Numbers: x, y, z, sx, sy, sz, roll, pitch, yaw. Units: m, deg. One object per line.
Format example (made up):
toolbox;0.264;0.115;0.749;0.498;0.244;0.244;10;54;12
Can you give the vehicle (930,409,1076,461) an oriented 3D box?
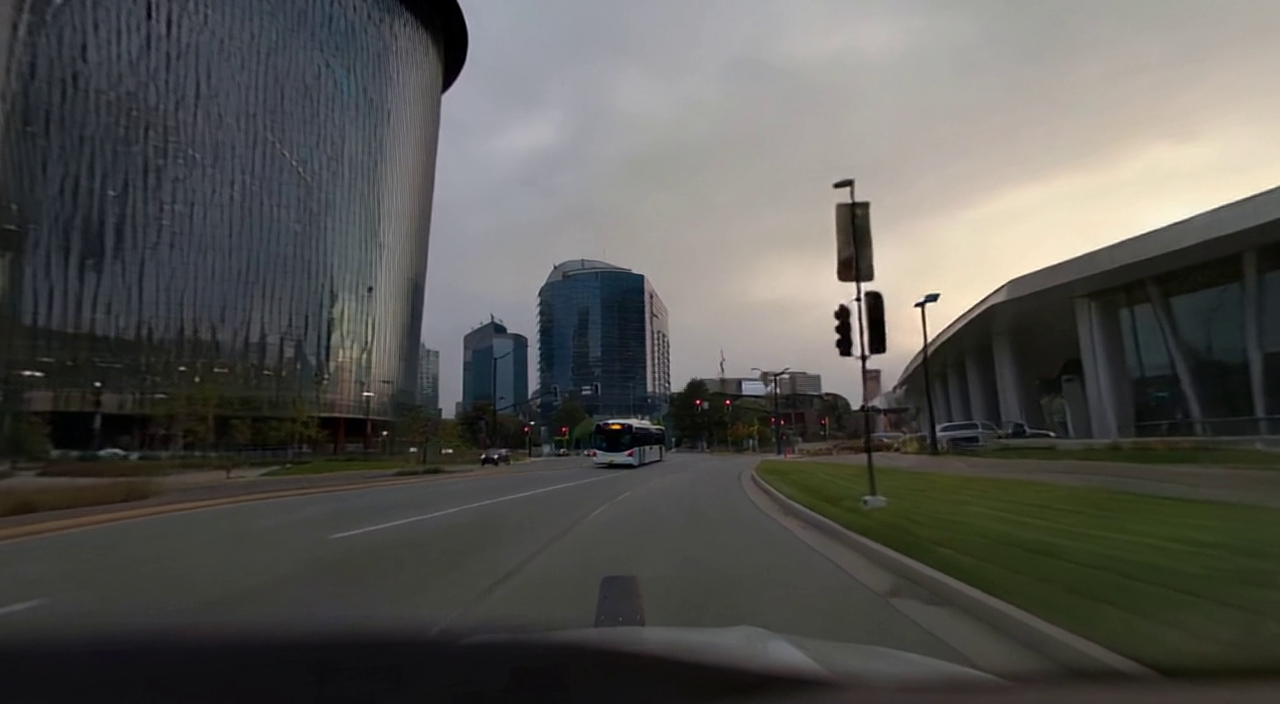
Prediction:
vehicle;15.110;3.533;26.512;4.647;1.951;2.304;-3;-9;8
